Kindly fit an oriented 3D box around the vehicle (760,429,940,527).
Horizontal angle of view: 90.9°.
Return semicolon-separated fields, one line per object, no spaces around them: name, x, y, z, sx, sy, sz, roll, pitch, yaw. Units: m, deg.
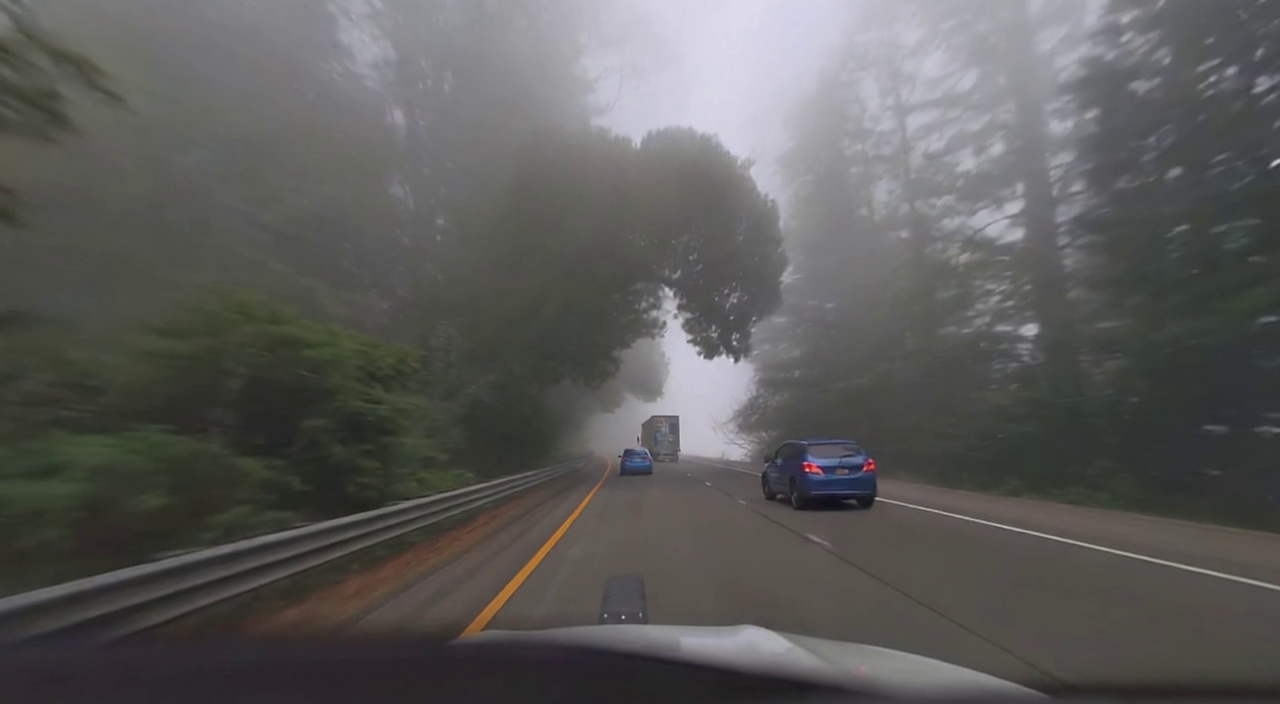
vehicle;3.936;2.457;12.819;1.977;1.599;4.605;0;-9;-1

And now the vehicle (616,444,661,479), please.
vehicle;-0.112;4.996;28.902;1.913;1.460;3.610;0;-9;-2
